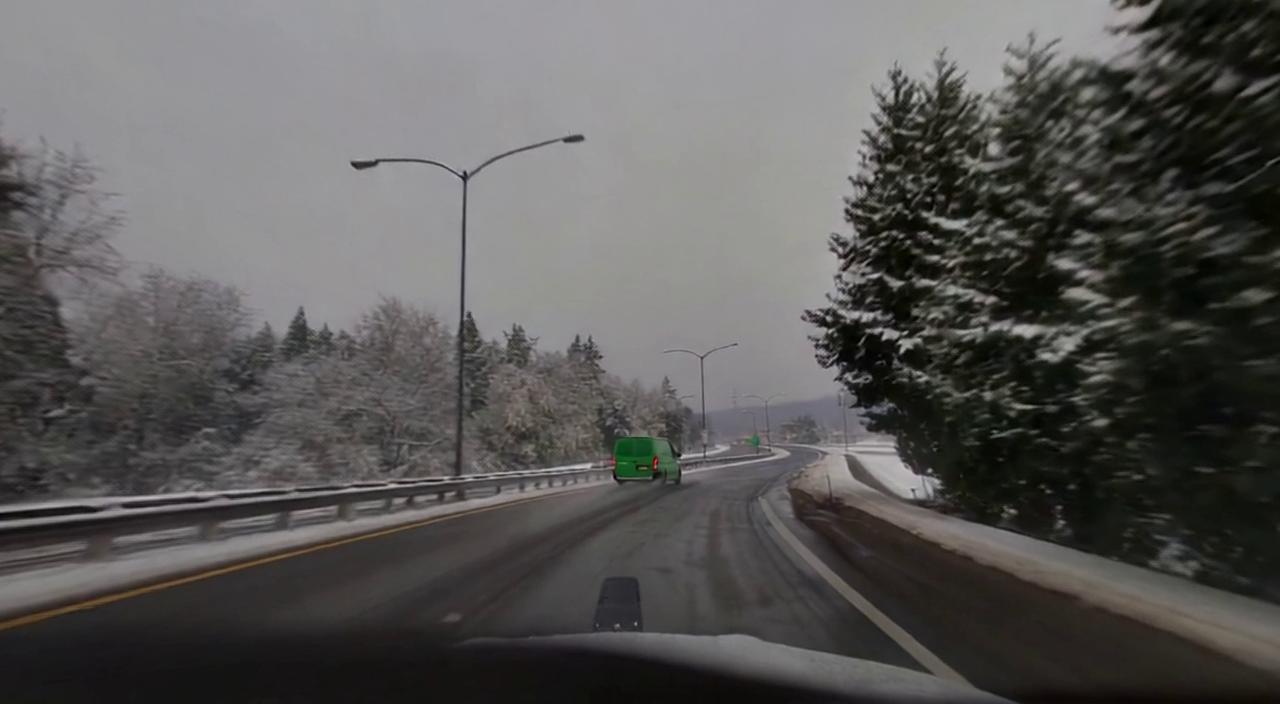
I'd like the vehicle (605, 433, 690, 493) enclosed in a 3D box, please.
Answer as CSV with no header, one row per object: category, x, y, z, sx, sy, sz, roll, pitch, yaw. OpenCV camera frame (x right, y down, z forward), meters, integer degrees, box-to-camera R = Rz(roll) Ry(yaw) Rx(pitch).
vehicle,0.410,4.180,23.900,2.270,2.023,4.632,-3,-9,13
